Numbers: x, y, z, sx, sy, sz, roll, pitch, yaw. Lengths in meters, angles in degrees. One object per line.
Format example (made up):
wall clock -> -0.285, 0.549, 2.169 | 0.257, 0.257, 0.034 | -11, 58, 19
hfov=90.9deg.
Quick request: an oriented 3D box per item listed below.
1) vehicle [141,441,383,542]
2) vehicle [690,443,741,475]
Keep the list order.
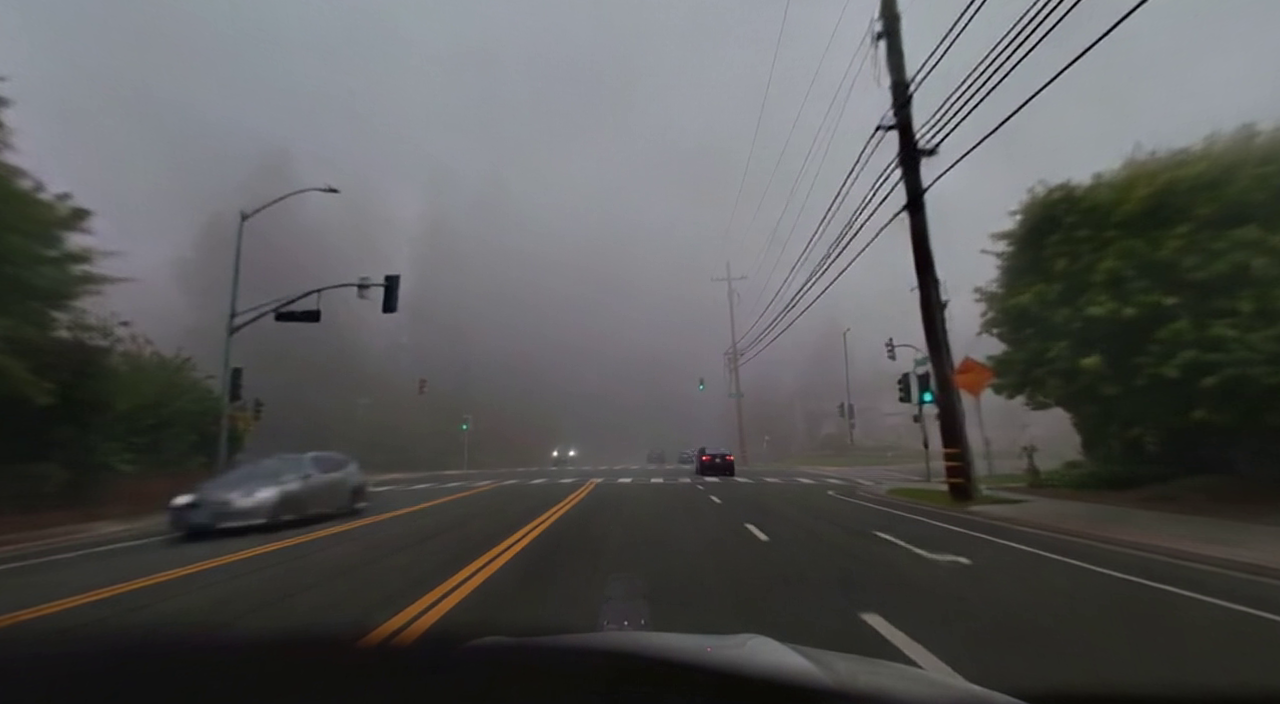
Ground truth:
vehicle -> -7.263, 2.671, 12.853 | 2.126, 1.645, 4.493 | 0, -8, 0
vehicle -> 3.708, 5.310, 31.638 | 1.951, 1.479, 4.487 | 0, -8, 0
